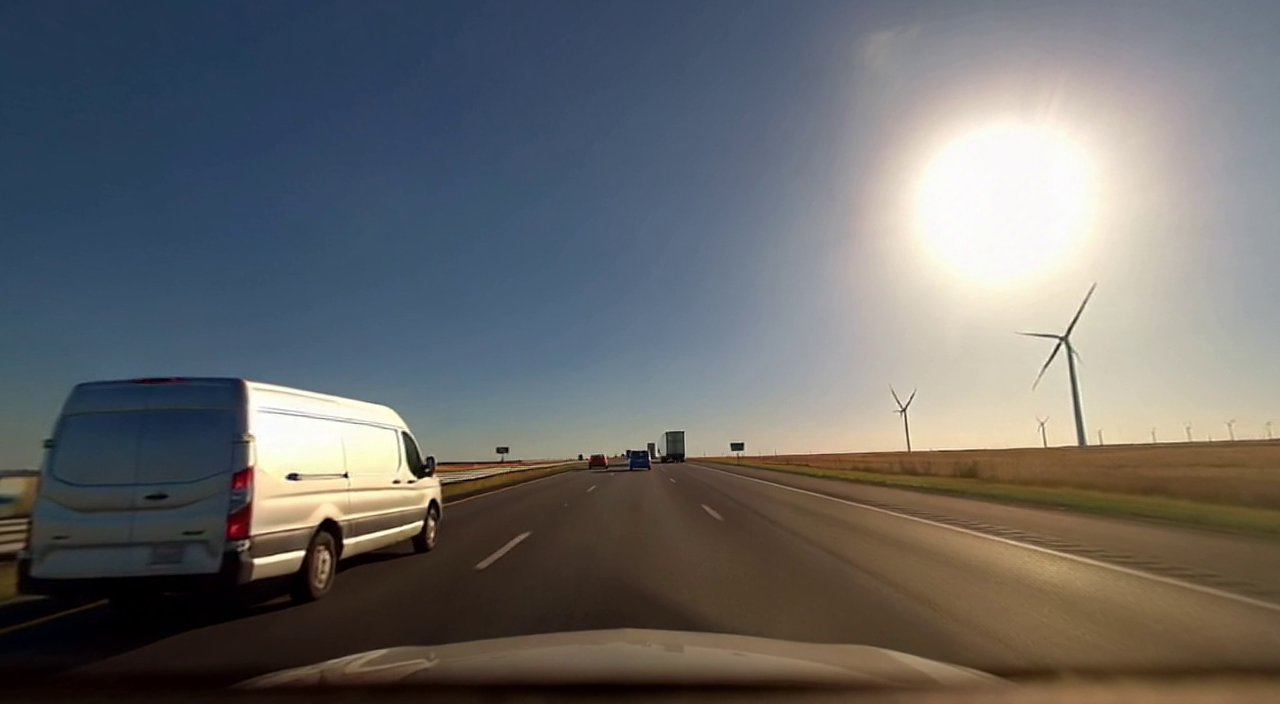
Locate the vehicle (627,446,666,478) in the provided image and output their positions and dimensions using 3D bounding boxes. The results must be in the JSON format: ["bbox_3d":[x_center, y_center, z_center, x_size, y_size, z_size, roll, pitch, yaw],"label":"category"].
[{"bbox_3d":[0.360,6.200,35.840,2.083,1.689,4.083,-1,-9,0],"label":"vehicle"}]

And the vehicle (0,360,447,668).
[{"bbox_3d":[-3.862,1.407,6.497,2.238,1.984,4.650,0,-9,0],"label":"vehicle"}]
